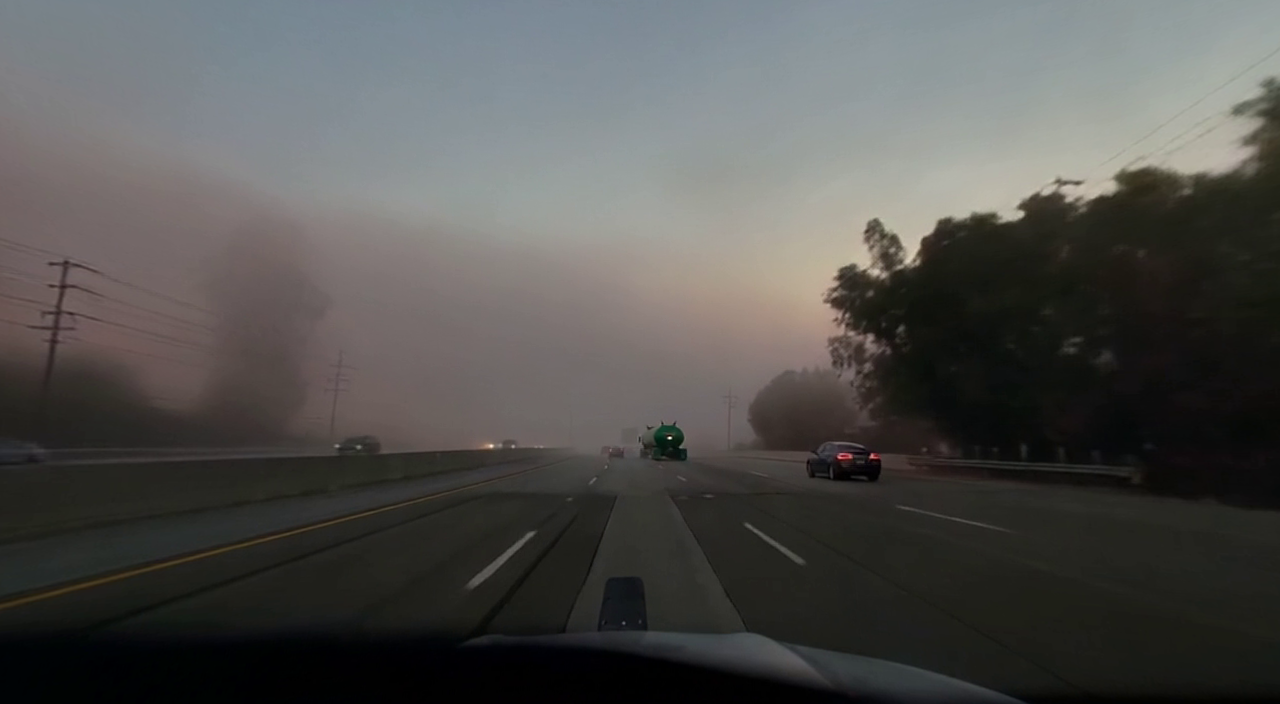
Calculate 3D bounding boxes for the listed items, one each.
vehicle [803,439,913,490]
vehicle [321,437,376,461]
[{"bbox_3d":[7.013,3.644,20.901,1.905,1.480,4.624,0,-8,-1],"label":"vehicle"},{"bbox_3d":[-21.671,7.210,47.103,1.990,1.710,4.556,0,-8,-2],"label":"vehicle"}]
